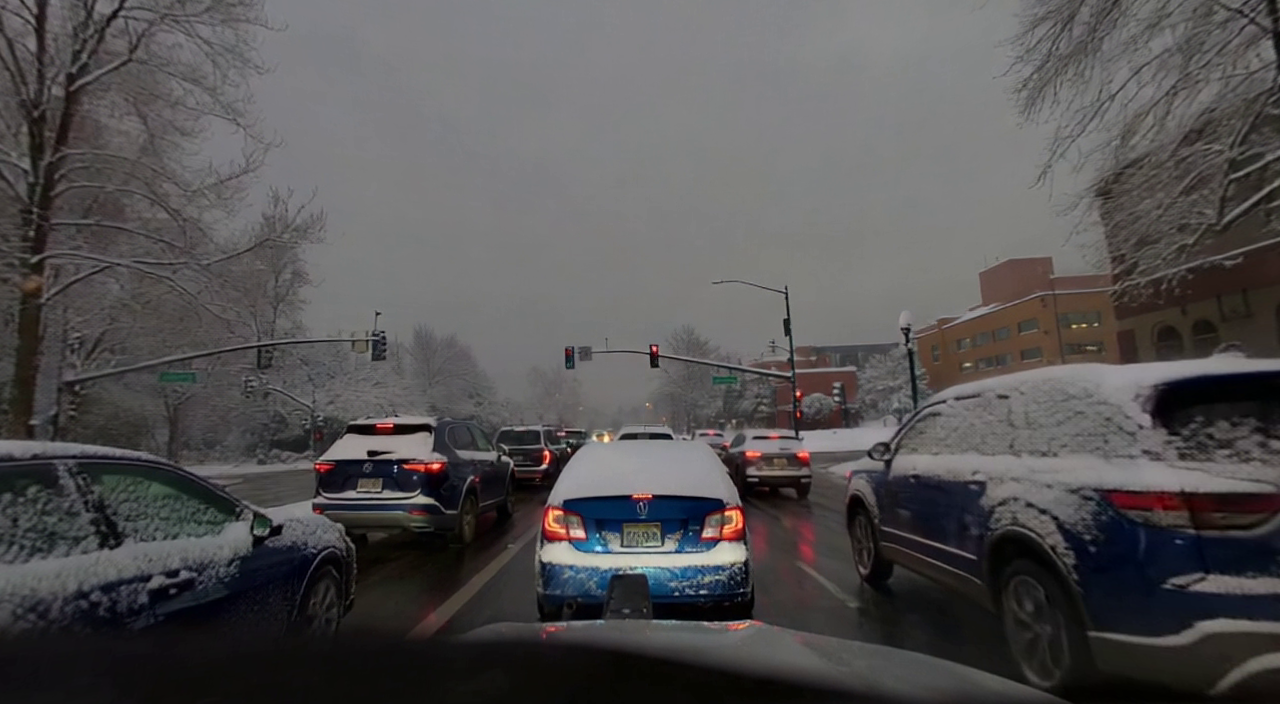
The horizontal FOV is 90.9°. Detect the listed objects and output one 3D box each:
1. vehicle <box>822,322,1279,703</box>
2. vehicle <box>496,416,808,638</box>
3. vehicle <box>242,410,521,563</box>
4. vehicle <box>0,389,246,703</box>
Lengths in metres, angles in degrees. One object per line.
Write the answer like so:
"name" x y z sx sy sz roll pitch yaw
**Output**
"vehicle" 3.056 1.083 4.542 2.108 1.785 4.334 0 -9 -1
"vehicle" 0.080 1.506 6.397 2.147 1.507 3.953 0 -8 0
"vehicle" -3.374 1.872 9.500 2.168 1.719 4.561 -1 -8 1
"vehicle" -3.393 0.749 1.238 2.144 1.505 4.635 -1 -9 2
